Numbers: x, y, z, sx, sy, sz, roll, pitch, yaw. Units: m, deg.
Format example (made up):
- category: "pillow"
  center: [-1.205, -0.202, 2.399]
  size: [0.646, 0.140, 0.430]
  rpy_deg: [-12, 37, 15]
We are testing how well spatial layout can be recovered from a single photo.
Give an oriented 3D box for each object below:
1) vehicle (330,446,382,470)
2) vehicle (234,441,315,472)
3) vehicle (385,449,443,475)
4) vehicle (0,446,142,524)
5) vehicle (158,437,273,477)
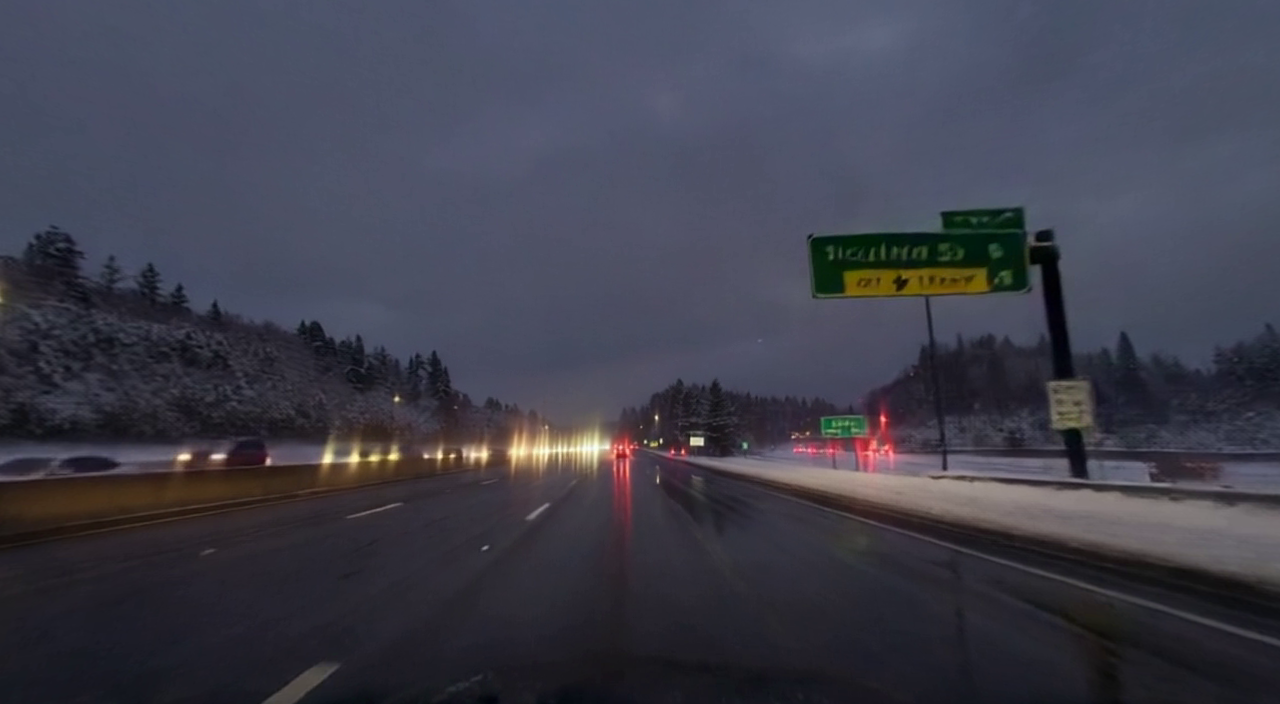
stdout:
- category: "vehicle"
  center: [-20.437, 7.607, 45.643]
  size: [1.936, 1.607, 4.160]
  rpy_deg: [0, -9, -2]
- category: "vehicle"
  center: [-23.574, 6.747, 41.063]
  size: [2.336, 1.904, 5.050]
  rpy_deg: [0, -9, -2]
- category: "vehicle"
  center: [-13.406, 6.533, 37.724]
  size: [1.881, 1.427, 4.211]
  rpy_deg: [0, -9, 0]
- category: "vehicle"
  center: [-12.972, 2.645, 12.831]
  size: [1.969, 1.441, 4.622]
  rpy_deg: [0, -9, -1]
- category: "vehicle"
  center: [-23.319, 5.769, 35.098]
  size: [2.290, 1.994, 6.114]
  rpy_deg: [0, -9, -2]
